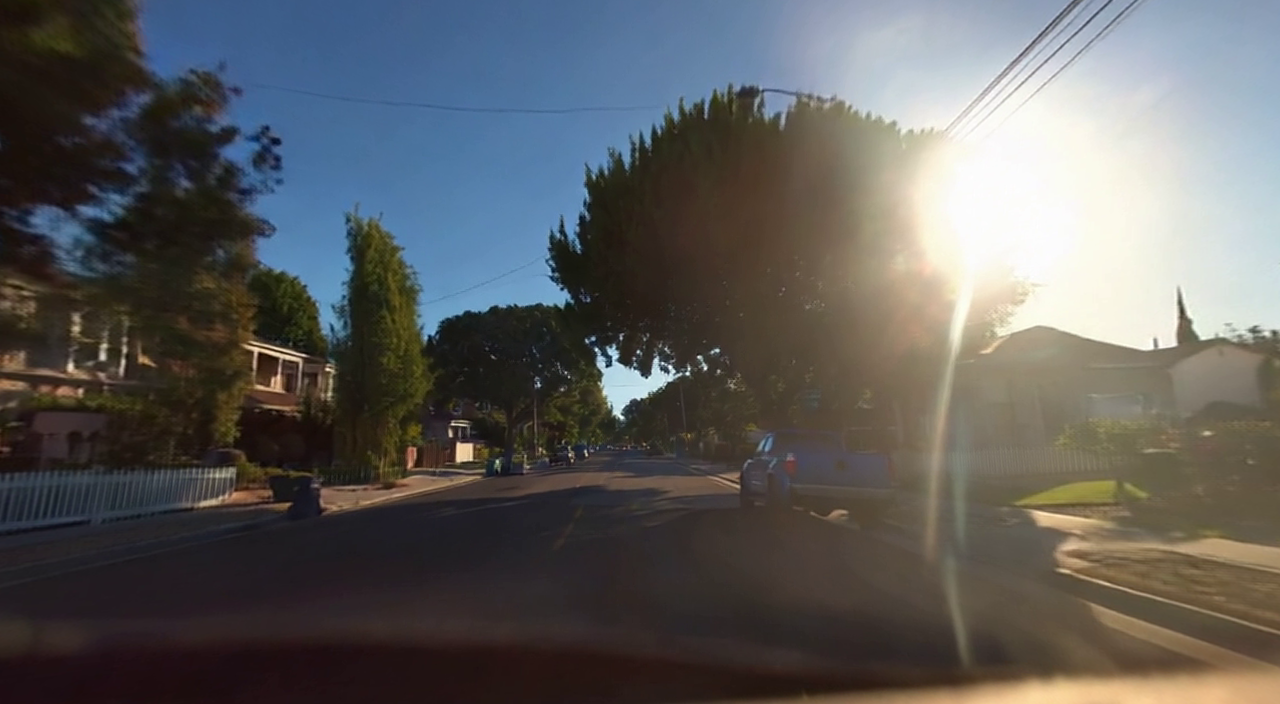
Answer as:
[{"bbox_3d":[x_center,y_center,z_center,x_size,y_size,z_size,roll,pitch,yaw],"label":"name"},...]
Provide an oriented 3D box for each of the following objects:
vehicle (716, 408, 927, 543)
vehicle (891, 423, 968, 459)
[{"bbox_3d":[2.724,2.012,10.904,2.126,1.795,4.751,0,-9,-1],"label":"vehicle"},{"bbox_3d":[22.237,6.895,48.708,4.736,2.604,2.339,0,-10,-1],"label":"vehicle"}]
